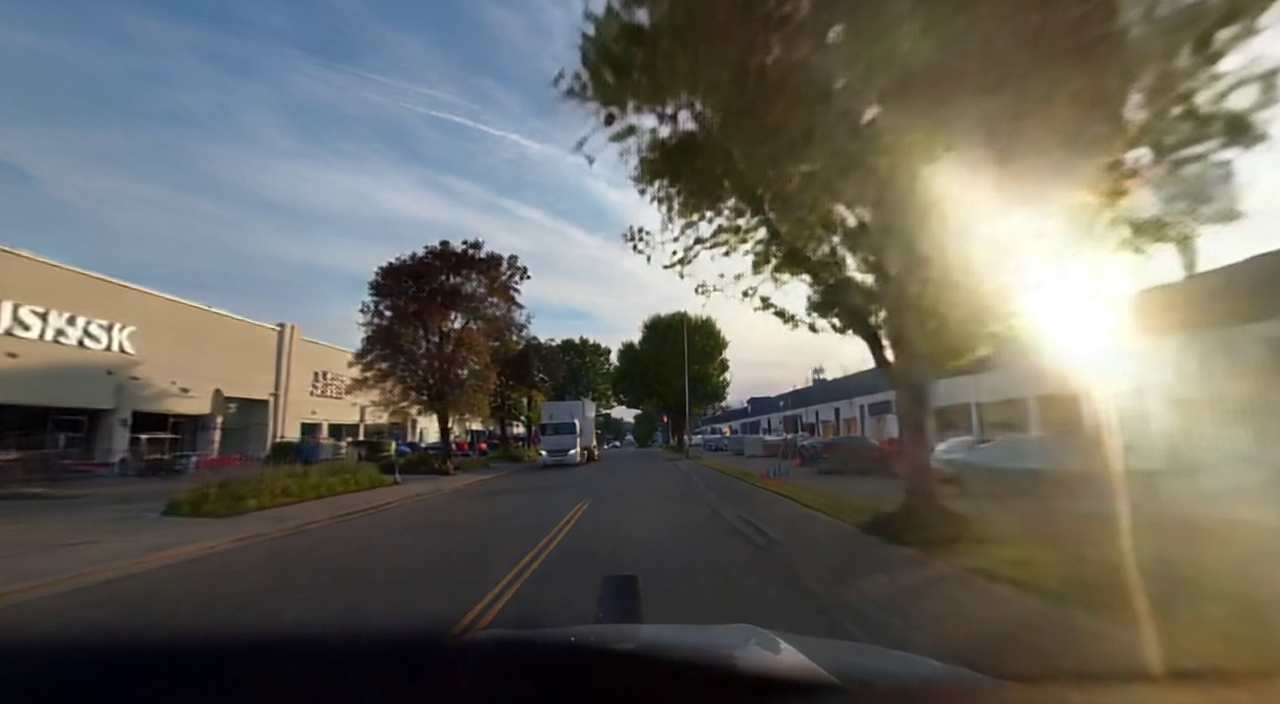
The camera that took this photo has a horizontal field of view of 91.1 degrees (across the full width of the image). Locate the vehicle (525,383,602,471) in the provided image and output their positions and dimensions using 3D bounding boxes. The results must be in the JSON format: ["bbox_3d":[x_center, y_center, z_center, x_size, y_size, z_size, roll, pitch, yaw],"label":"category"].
[{"bbox_3d":[-4.561,5.047,41.611,2.976,4.754,15.127,0,-7,1],"label":"vehicle"}]
